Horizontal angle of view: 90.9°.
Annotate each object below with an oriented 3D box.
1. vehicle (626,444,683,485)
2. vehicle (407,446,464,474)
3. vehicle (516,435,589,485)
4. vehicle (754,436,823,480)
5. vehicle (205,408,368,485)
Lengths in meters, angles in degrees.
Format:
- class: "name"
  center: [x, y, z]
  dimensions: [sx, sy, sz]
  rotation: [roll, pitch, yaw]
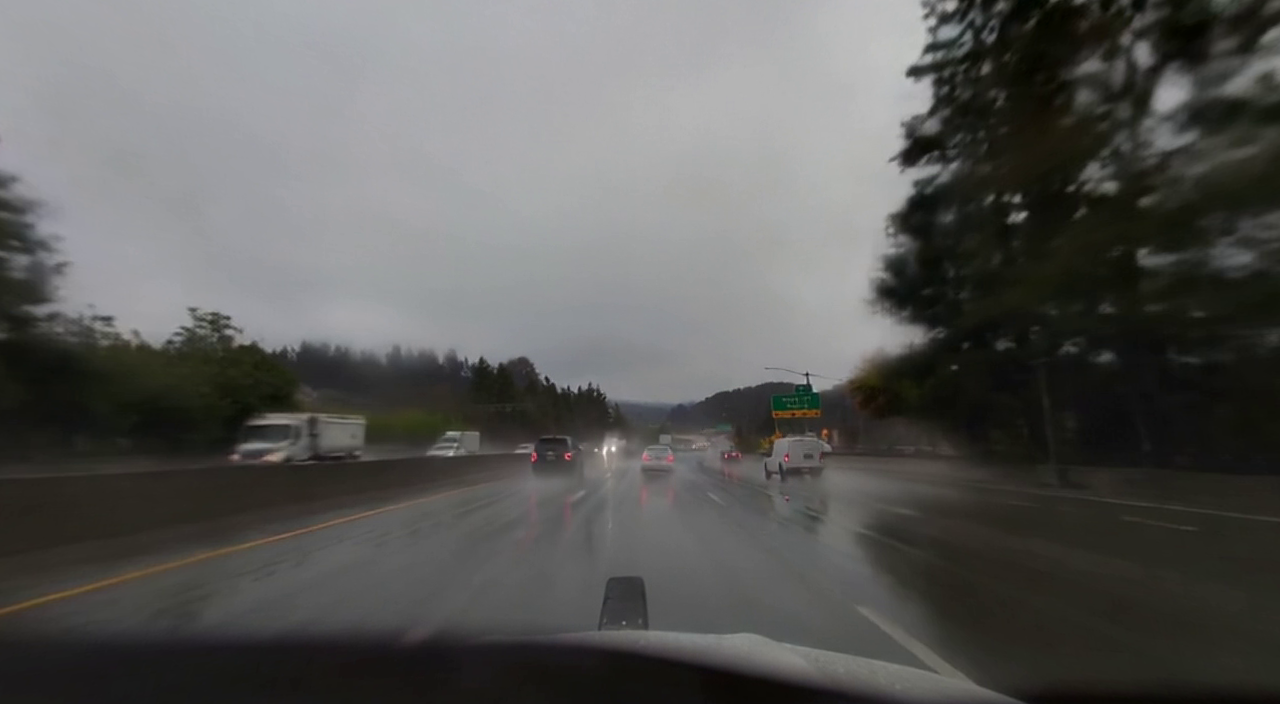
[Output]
- class: "vehicle"
  center: [0.548, 4.373, 24.861]
  dimensions: [2.071, 1.464, 4.162]
  rotation: [0, -9, 1]
- class: "vehicle"
  center: [-12.143, 6.422, 37.779]
  dimensions: [1.926, 1.518, 4.327]
  rotation: [0, -9, 1]
- class: "vehicle"
  center: [-3.238, 4.135, 24.379]
  dimensions: [2.140, 1.720, 4.410]
  rotation: [0, -9, 1]
- class: "vehicle"
  center: [7.051, 5.107, 30.562]
  dimensions: [2.094, 1.916, 5.099]
  rotation: [0, -9, 0]
- class: "vehicle"
  center: [-16.146, 4.421, 29.767]
  dimensions: [2.833, 3.095, 8.225]
  rotation: [-1, -8, 1]
